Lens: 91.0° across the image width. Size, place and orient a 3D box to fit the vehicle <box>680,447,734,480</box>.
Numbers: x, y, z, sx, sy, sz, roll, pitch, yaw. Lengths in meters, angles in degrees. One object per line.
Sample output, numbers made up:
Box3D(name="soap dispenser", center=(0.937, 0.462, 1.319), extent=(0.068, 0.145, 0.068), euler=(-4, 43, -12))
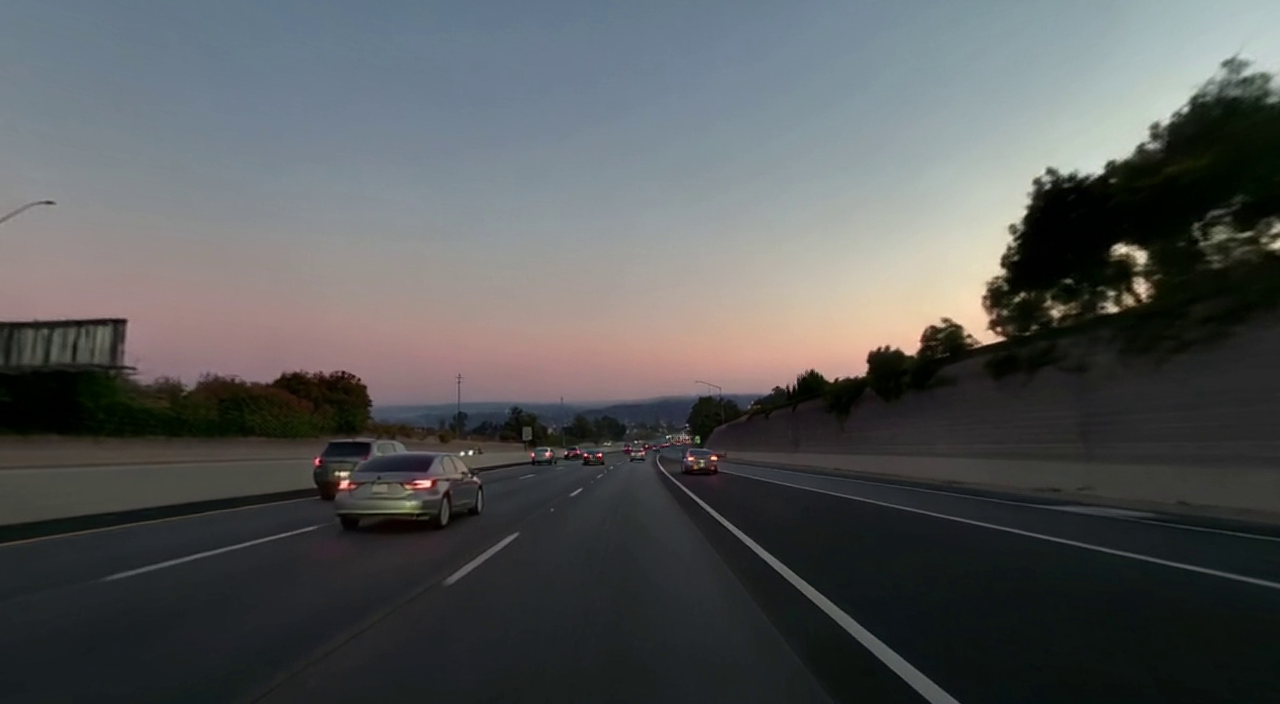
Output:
Box3D(name="vehicle", center=(3.198, 5.457, 31.114), extent=(2.141, 1.507, 4.510), euler=(0, -9, 0))

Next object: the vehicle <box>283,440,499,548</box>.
Box3D(name="vehicle", center=(-4.011, 2.354, 11.135), extent=(1.988, 1.506, 4.416), euler=(0, -9, 0))

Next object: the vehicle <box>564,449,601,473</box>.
Box3D(name="vehicle", center=(-3.759, 7.195, 41.818), extent=(2.071, 1.478, 4.130), euler=(0, -9, 1))

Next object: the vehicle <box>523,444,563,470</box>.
Box3D(name="vehicle", center=(-6.898, 7.539, 45.336), extent=(2.111, 1.811, 4.391), euler=(0, -9, 1))
